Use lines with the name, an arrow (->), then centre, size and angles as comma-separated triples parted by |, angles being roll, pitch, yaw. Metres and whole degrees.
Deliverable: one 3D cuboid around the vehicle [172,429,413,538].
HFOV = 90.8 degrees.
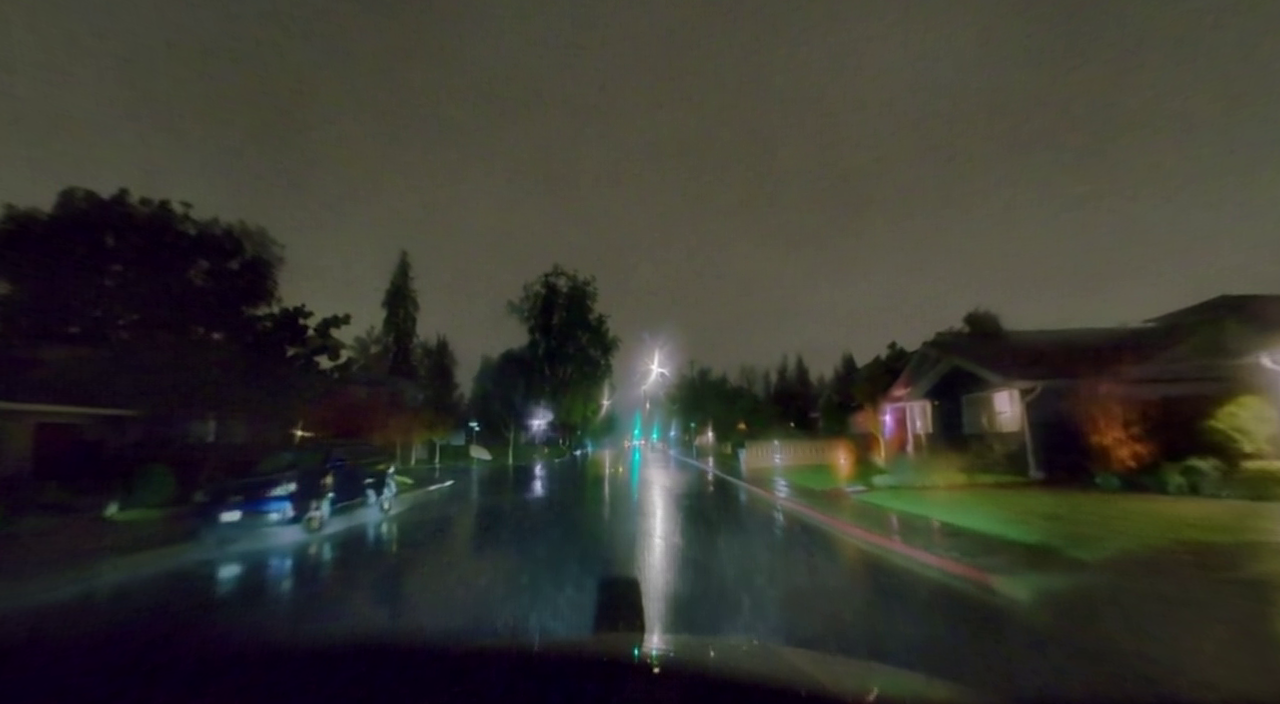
vehicle -> -6.552, 2.515, 12.834 | 2.078, 1.745, 5.119 | 0, -9, -1
